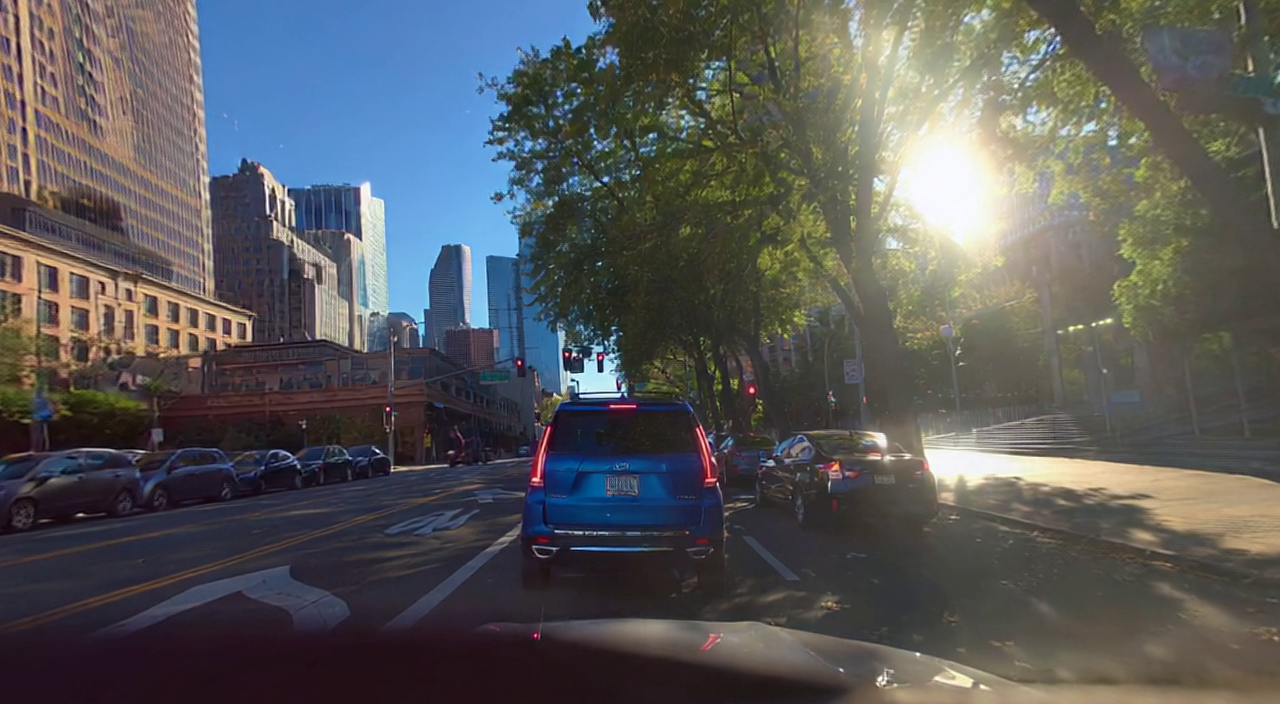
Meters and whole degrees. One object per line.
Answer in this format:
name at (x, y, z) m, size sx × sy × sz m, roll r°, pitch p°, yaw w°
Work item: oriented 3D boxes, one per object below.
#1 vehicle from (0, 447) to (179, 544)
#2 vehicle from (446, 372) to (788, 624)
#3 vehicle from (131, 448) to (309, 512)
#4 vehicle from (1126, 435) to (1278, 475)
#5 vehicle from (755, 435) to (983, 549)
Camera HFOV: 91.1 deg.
vehicle at (-12.542, 2.918, 13.452) m, size 1.891 × 1.723 × 4.360 m, roll 0°, pitch -8°, yaw 1°
vehicle at (-0.159, 1.362, 6.755) m, size 2.453 × 1.816 × 4.300 m, roll 0°, pitch -8°, yaw 0°
vehicle at (-12.463, 3.782, 19.130) m, size 2.207 × 1.648 × 4.675 m, roll 0°, pitch -8°, yaw -1°
vehicle at (22.154, 4.053, 24.973) m, size 4.055 × 1.469 × 1.848 m, roll -4°, pitch -9°, yaw 25°
vehicle at (3.289, 2.085, 10.075) m, size 2.056 × 1.422 × 4.130 m, roll 0°, pitch -8°, yaw -1°
